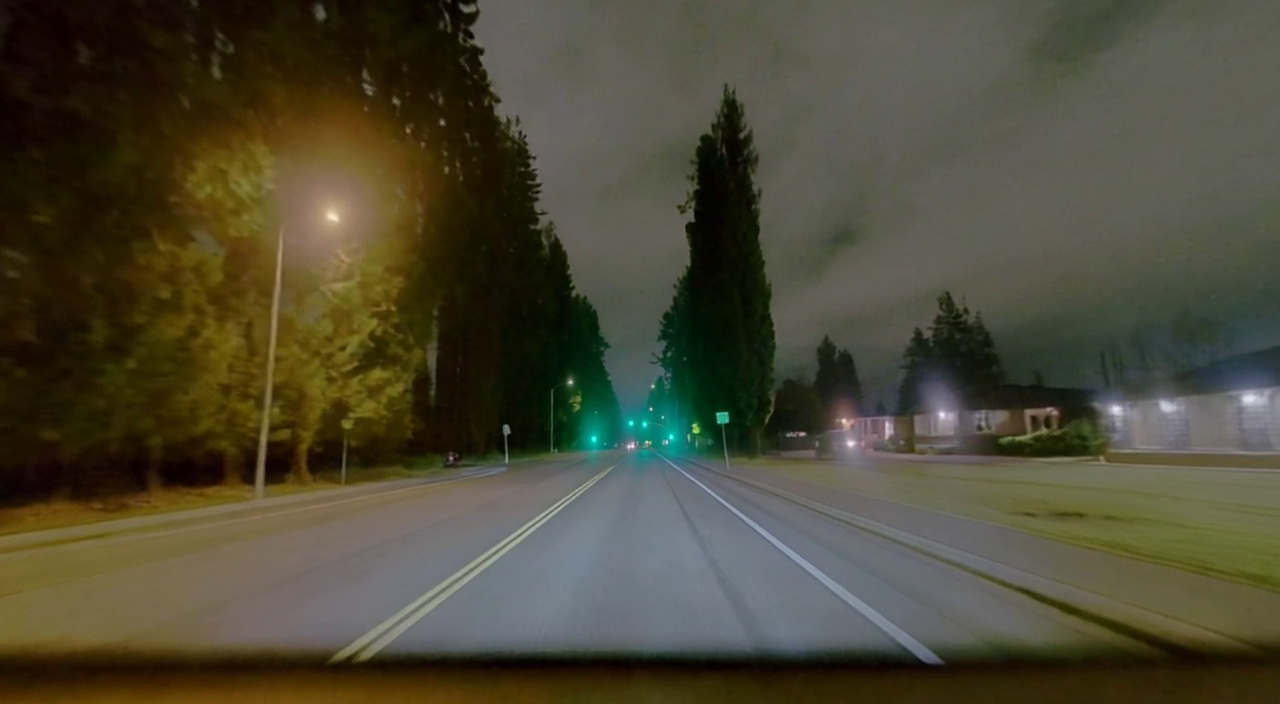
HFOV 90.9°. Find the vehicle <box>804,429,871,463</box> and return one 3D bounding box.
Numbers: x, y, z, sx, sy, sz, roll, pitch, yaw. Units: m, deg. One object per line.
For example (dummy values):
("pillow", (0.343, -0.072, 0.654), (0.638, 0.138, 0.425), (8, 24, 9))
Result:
("vehicle", (9.776, 4.716, 31.572), (1.805, 1.571, 4.467), (0, -9, -2))

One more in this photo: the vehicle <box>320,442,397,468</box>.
("vehicle", (-18.900, 6.923, 42.449), (4.233, 1.623, 1.943), (0, -8, 1))

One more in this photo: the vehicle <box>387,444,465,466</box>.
("vehicle", (-15.072, 7.275, 44.604), (4.787, 1.474, 1.967), (-1, -8, 3))
